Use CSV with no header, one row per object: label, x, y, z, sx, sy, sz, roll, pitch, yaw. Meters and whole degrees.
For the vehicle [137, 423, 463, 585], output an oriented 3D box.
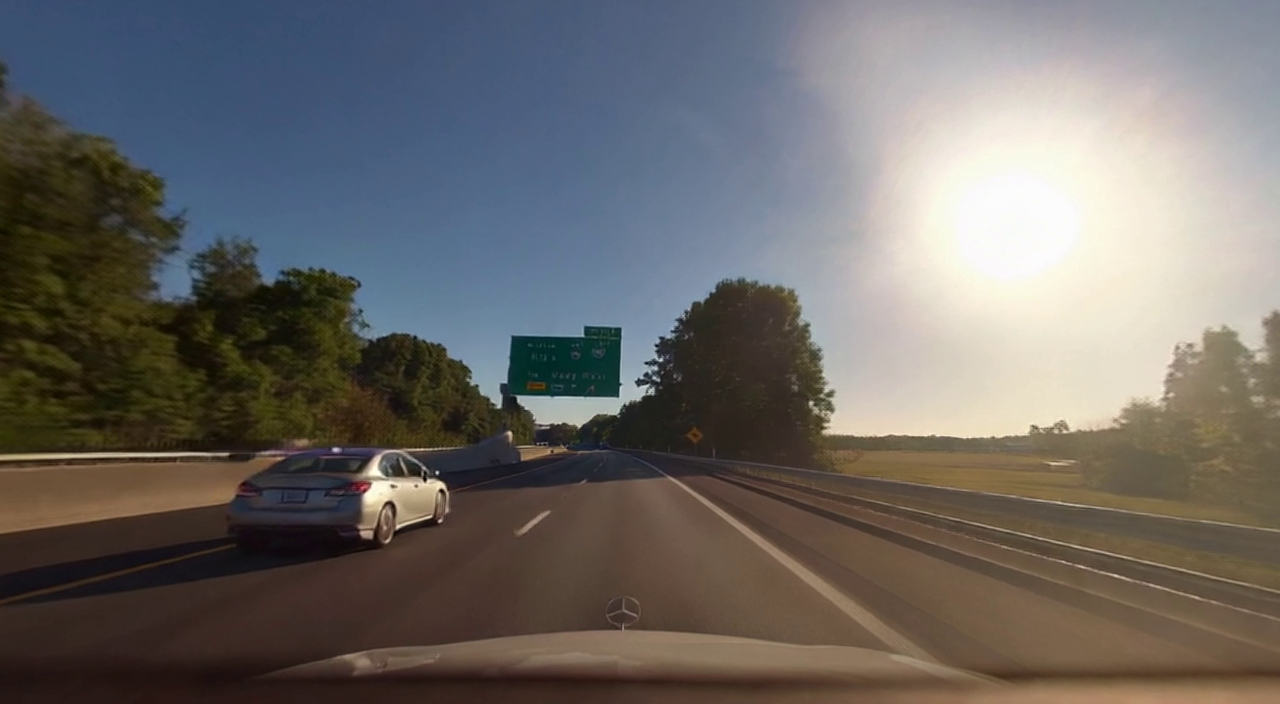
vehicle,-3.830,1.768,8.089,1.990,1.532,3.911,0,-9,0
